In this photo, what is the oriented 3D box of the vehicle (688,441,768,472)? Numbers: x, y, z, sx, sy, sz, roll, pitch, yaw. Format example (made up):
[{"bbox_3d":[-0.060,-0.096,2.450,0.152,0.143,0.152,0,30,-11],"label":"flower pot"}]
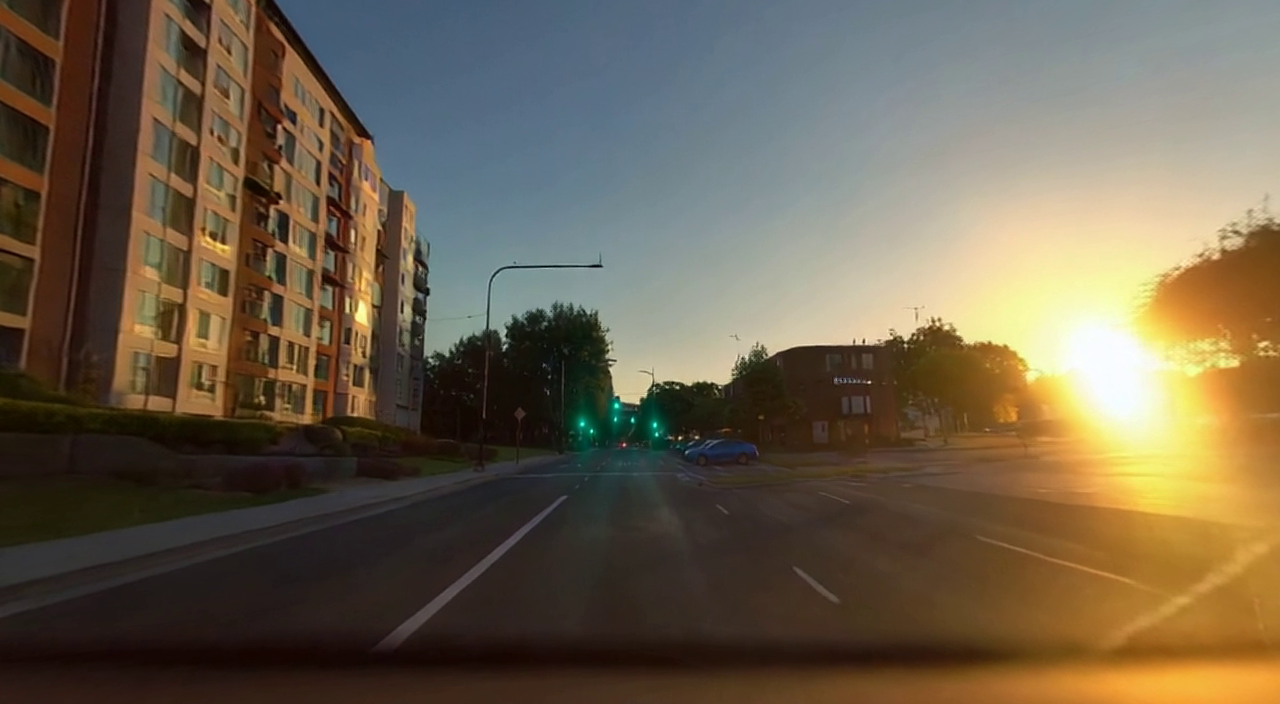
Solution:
[{"bbox_3d":[4.642,5.457,33.154,3.844,1.524,1.847,5,-10,-31],"label":"vehicle"}]
